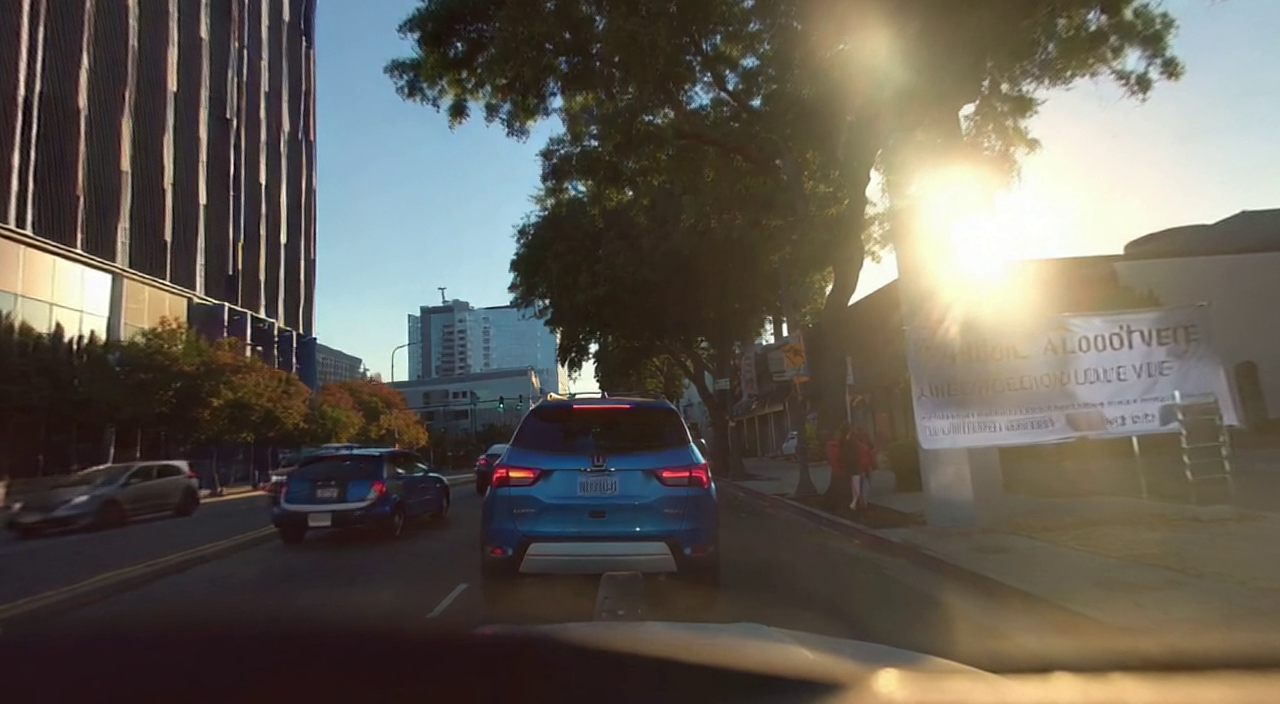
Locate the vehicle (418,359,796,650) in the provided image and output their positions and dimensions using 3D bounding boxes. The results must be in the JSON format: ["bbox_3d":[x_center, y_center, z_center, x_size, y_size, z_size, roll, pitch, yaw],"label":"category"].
[{"bbox_3d":[-0.347,1.327,6.535,2.531,1.930,4.382,0,-8,-4],"label":"vehicle"}]

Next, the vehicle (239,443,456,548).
[{"bbox_3d":[-4.755,2.345,11.144,1.876,1.448,4.464,0,-8,-3],"label":"vehicle"}]

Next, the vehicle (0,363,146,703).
[{"bbox_3d":[-3.196,0.639,0.600,1.971,1.658,4.428,0,-8,-2],"label":"vehicle"}]

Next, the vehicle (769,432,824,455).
[{"bbox_3d":[10.282,5.996,41.235,1.877,1.416,3.965,-8,-12,39],"label":"vehicle"}]
